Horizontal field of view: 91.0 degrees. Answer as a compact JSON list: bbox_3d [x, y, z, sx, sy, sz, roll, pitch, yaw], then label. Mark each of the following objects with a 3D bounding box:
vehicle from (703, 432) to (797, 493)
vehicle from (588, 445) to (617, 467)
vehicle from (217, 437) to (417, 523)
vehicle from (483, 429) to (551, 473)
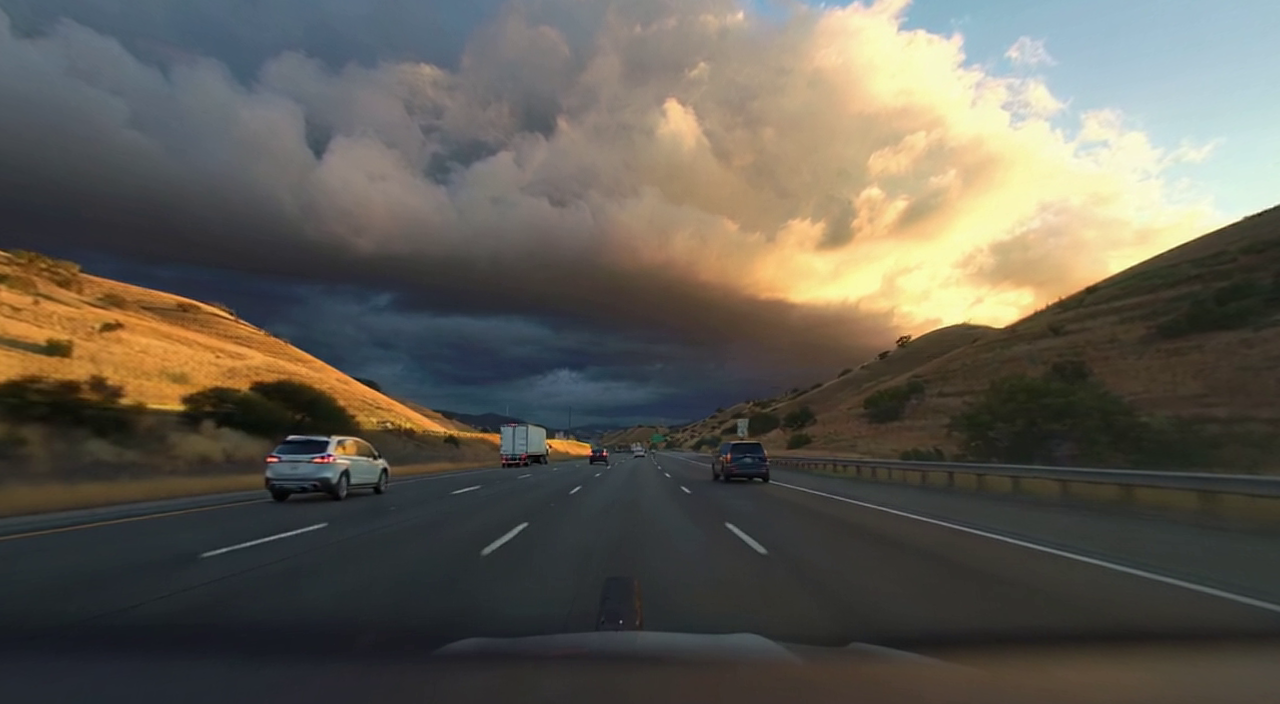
[{"bbox_3d":[3.465,3.604,20.851,2.231,1.789,4.700,0,-9,0],"label":"vehicle"},{"bbox_3d":[-2.850,7.943,48.345,2.009,1.593,4.378,0,-9,0],"label":"vehicle"},{"bbox_3d":[-6.787,2.724,14.032,1.935,1.550,4.883,0,-9,-1],"label":"vehicle"},{"bbox_3d":[-7.627,6.308,40.114,2.937,2.509,7.090,0,-9,-1],"label":"vehicle"}]
